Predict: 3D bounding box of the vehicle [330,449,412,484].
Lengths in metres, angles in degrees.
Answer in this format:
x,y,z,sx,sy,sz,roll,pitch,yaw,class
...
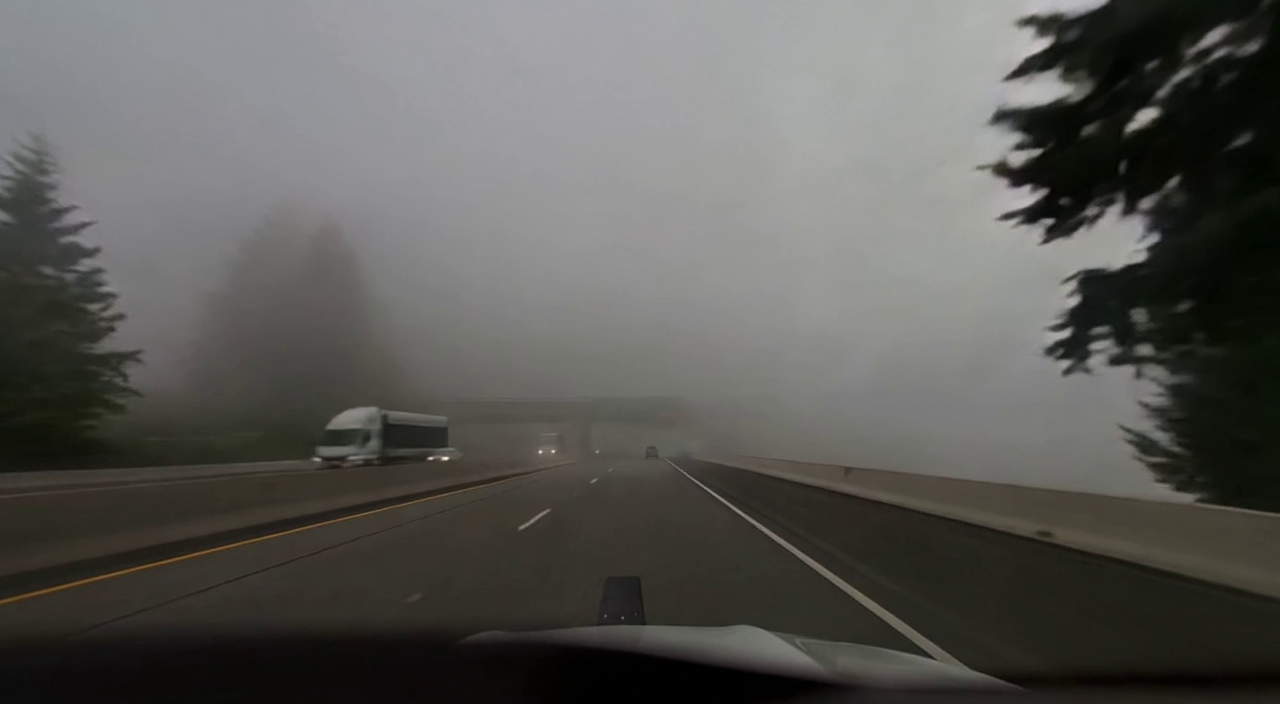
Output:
x,y,z,sx,sy,sz,roll,pitch,yaw,class
-12.488,5.301,29.574,1.800,1.470,4.577,0,-9,1,vehicle

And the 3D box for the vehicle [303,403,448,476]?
x,y,z,sx,sy,sz,roll,pitch,yaw,class
-16.684,5.869,41.740,2.886,3.974,14.639,0,-9,2,vehicle
